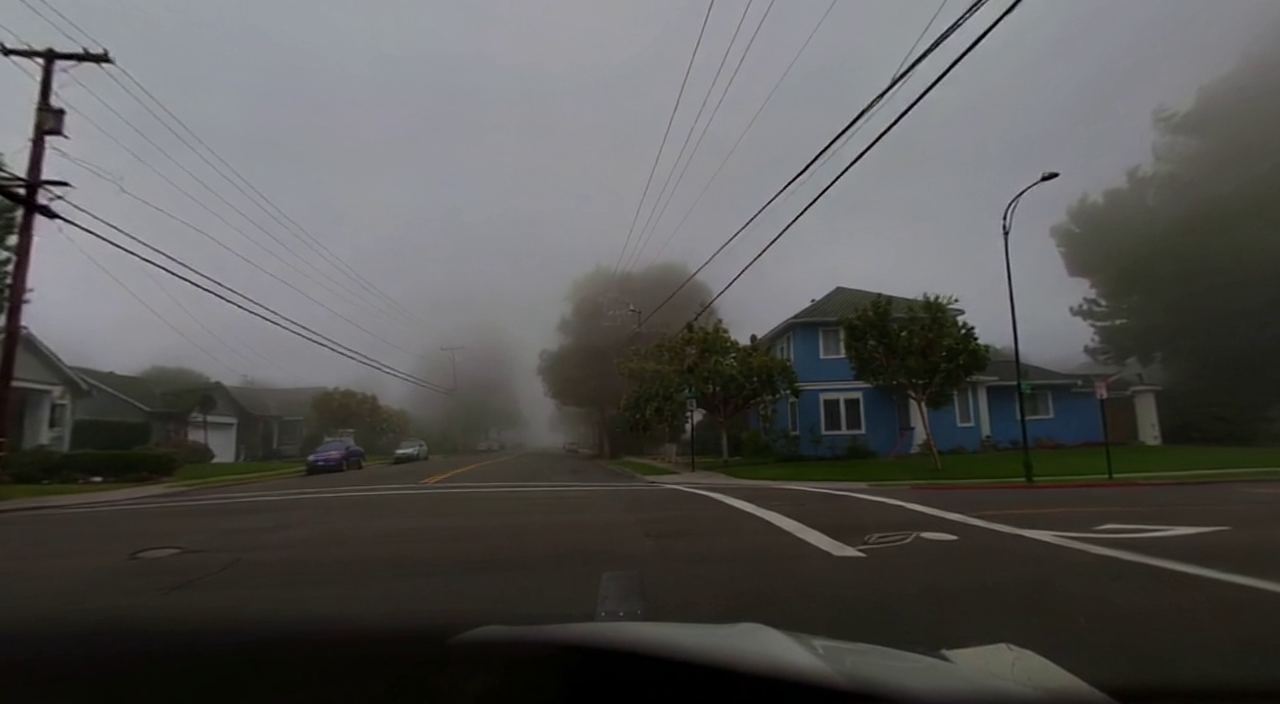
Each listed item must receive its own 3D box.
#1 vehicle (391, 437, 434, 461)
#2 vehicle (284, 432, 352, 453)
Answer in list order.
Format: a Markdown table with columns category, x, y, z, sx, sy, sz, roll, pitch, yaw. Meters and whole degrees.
| category | x | y | z | sx | sy | sz | roll | pitch | yaw |
| --- | --- | --- | --- | --- | --- | --- | --- | --- | --- |
| vehicle | -15.704 | 6.734 | 43.797 | 2.036 | 1.546 | 4.705 | 2 | -9 | -11 |
| vehicle | -25.174 | 7.102 | 49.490 | 4.288 | 1.656 | 1.791 | 1 | -9 | -6 |
